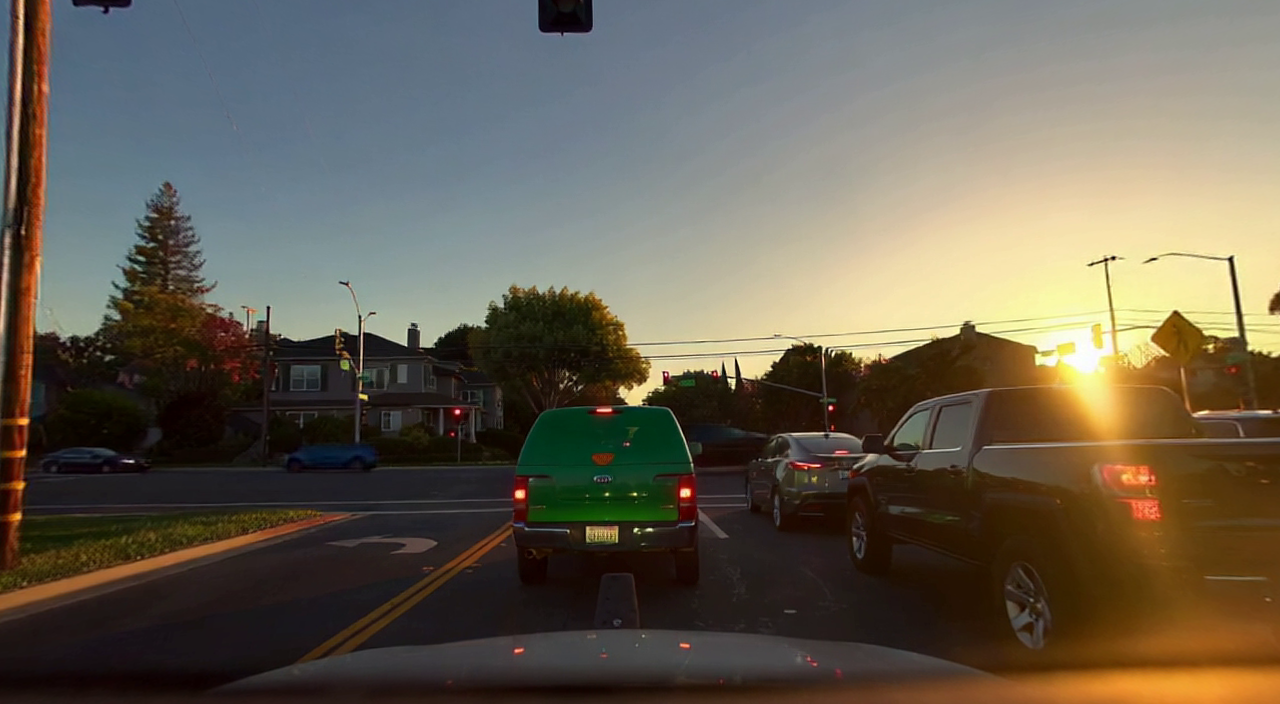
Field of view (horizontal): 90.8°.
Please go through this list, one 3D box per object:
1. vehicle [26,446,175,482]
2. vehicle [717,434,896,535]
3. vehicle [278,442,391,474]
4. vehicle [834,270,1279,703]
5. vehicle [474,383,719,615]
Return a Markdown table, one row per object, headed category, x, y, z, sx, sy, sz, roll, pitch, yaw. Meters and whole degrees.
| category | x | y | z | sx | sy | sz | roll | pitch | yaw |
| --- | --- | --- | --- | --- | --- | --- | --- | --- | --- |
| vehicle | -22.967 | 4.773 | 27.062 | 4.533 | 1.350 | 1.714 | 0 | -7 | -8 |
| vehicle | 2.713 | 2.267 | 11.530 | 1.952 | 1.465 | 4.421 | 0 | -8 | -2 |
| vehicle | -15.224 | 5.289 | 31.731 | 4.718 | 1.530 | 1.747 | 1 | -8 | -10 |
| vehicle | 2.976 | 0.943 | 3.889 | 1.886 | 1.849 | 5.070 | 0 | -8 | -1 |
| vehicle | -0.240 | 1.386 | 6.689 | 1.915 | 1.780 | 3.379 | -1 | -8 | 4 |
